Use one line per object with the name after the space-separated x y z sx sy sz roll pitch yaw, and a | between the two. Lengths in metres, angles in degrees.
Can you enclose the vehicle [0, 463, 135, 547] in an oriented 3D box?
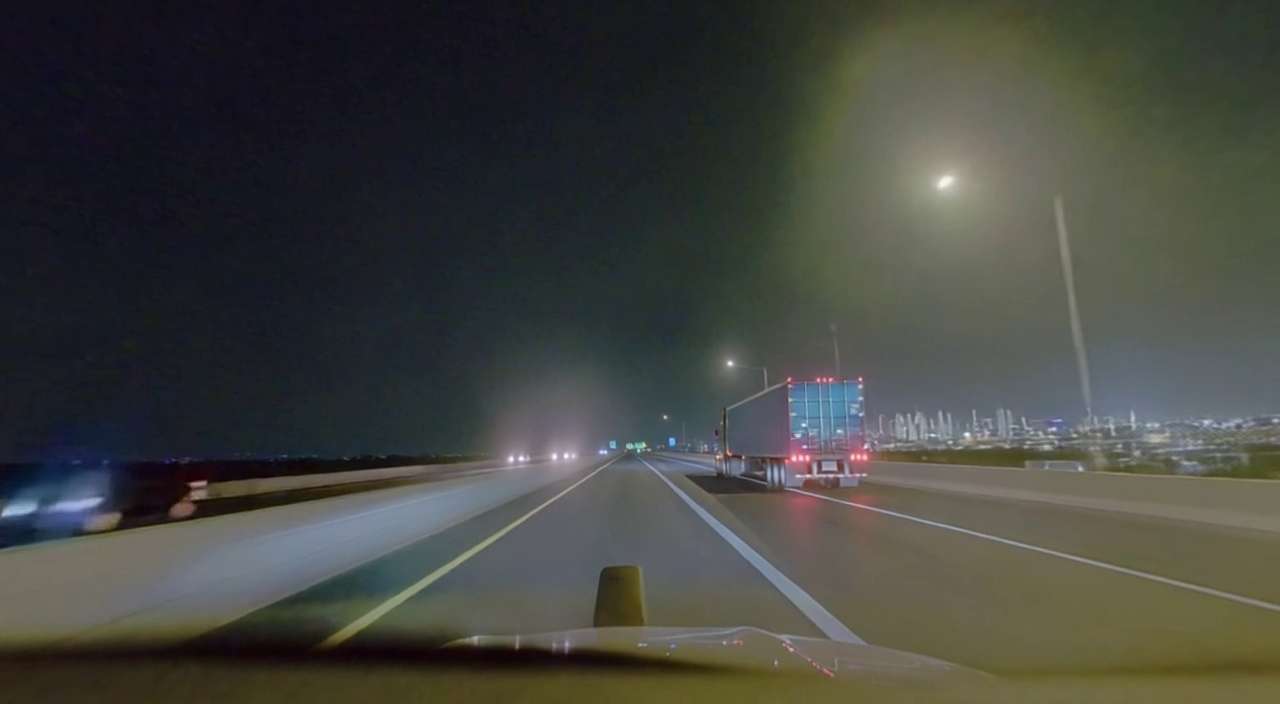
-12.869 2.997 12.501 1.959 1.465 4.601 0 -9 -1 | vehicle
